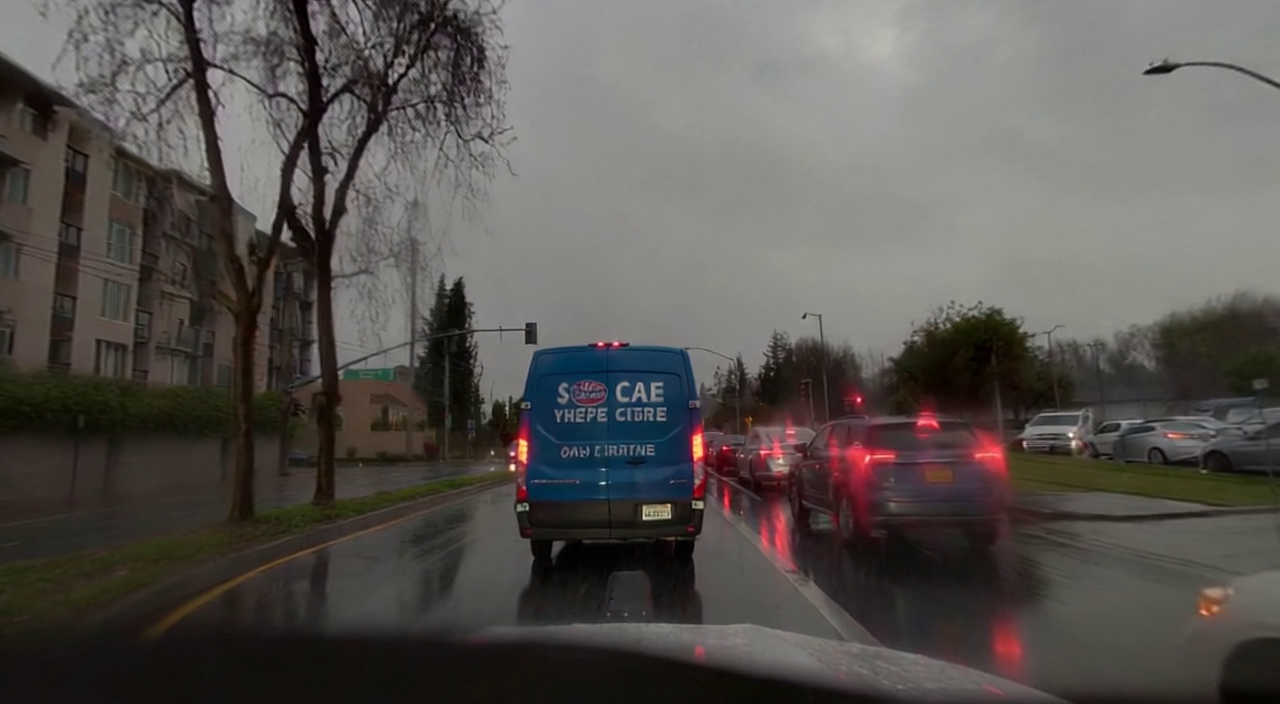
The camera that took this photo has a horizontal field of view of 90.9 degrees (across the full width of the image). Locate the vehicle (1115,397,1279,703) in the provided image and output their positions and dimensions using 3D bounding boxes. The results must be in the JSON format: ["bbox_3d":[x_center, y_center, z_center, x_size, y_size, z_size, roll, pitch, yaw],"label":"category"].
[{"bbox_3d":[3.406,0.702,0.896,1.951,1.483,4.582,0,-8,1],"label":"vehicle"}]

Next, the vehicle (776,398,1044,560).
[{"bbox_3d":[3.431,1.702,9.124,1.965,1.771,4.295,0,-8,0],"label":"vehicle"}]

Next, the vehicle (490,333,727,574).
[{"bbox_3d":[-0.267,1.389,9.091,2.422,2.488,4.992,0,-8,1],"label":"vehicle"}]
